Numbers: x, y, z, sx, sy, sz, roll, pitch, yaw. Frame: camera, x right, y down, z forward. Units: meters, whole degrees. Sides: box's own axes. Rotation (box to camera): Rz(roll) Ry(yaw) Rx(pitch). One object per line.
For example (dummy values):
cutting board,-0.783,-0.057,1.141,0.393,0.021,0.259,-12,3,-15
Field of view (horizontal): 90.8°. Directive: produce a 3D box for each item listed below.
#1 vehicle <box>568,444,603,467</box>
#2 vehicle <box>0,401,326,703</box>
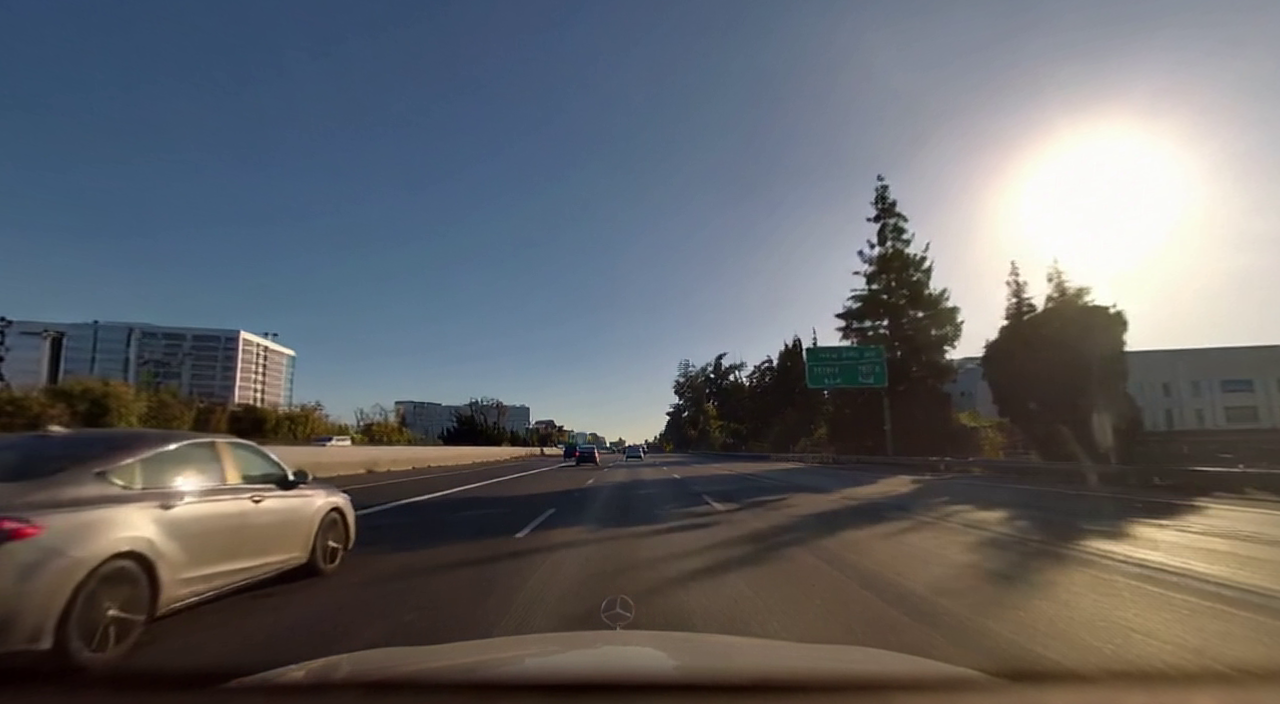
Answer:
vehicle,-3.895,7.475,45.850,2.140,1.574,4.946,0,-8,-1
vehicle,-4.017,1.071,3.390,2.187,1.527,4.849,0,-8,0
